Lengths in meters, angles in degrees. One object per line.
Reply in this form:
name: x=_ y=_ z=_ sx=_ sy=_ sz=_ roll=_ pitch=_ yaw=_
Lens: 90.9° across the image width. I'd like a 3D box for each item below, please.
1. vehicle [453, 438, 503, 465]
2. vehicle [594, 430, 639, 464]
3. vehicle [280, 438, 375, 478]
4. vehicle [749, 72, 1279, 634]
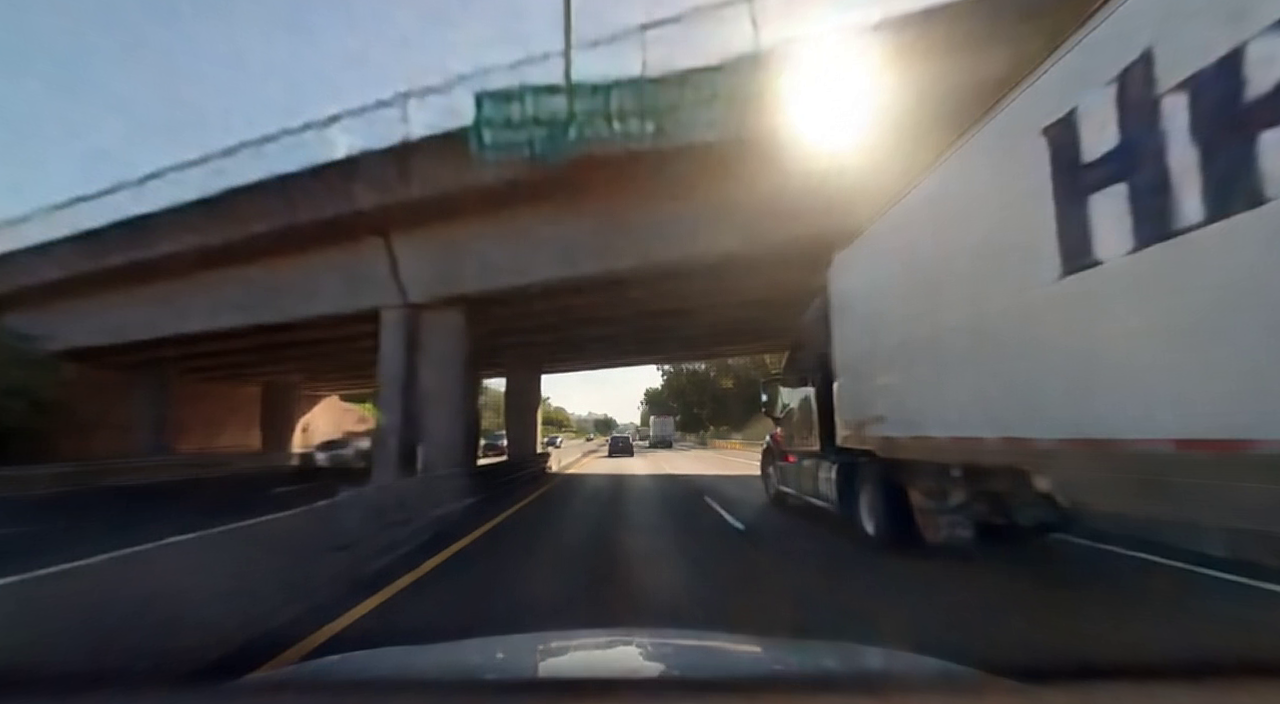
vehicle: x=-9.891 y=6.095 z=38.842 sx=2.045 sy=1.515 sz=4.117 roll=0 pitch=-8 yaw=-1
vehicle: x=-1.118 y=4.625 z=30.864 sx=2.095 sy=1.557 sz=3.963 roll=0 pitch=-8 yaw=-1
vehicle: x=-13.683 y=4.624 z=27.908 sx=2.013 sy=1.628 sz=4.313 roll=0 pitch=-8 yaw=-1
vehicle: x=3.988 y=0.501 z=8.910 sx=2.955 sy=3.940 sz=9.037 roll=0 pitch=-8 yaw=-2
